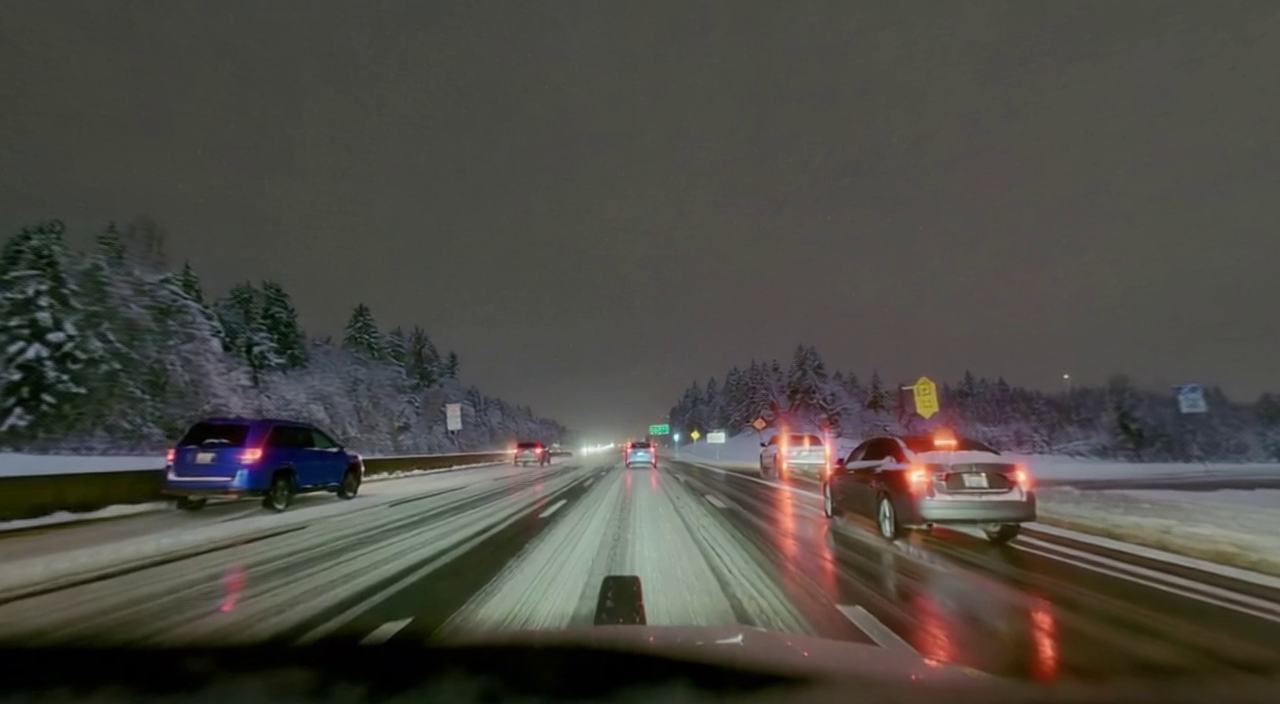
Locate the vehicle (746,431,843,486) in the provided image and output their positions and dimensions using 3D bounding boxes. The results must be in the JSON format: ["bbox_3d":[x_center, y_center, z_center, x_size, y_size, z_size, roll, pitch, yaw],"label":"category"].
[{"bbox_3d":[5.331,3.757,22.416,2.335,1.759,4.297,0,-9,-1],"label":"vehicle"}]

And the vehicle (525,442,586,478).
[{"bbox_3d":[-3.698,4.806,28.204,2.071,1.478,4.130,0,-9,1],"label":"vehicle"}]

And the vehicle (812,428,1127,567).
[{"bbox_3d":[4.228,1.941,9.196,2.141,1.507,4.510,0,-9,0],"label":"vehicle"}]

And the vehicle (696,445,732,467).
[{"bbox_3d":[5.193,7.307,44.514,1.944,1.465,4.245,0,-9,-1],"label":"vehicle"}]

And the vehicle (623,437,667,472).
[{"bbox_3d":[0.250,5.468,33.663,2.158,1.706,4.219,0,-9,0],"label":"vehicle"}]

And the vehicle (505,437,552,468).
[{"bbox_3d":[-6.955,6.344,39.709,2.111,1.811,4.391,0,-9,0],"label":"vehicle"}]

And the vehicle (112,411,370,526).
[{"bbox_3d":[-7.498,2.252,12.608,2.142,1.849,4.566,0,-9,0],"label":"vehicle"}]
